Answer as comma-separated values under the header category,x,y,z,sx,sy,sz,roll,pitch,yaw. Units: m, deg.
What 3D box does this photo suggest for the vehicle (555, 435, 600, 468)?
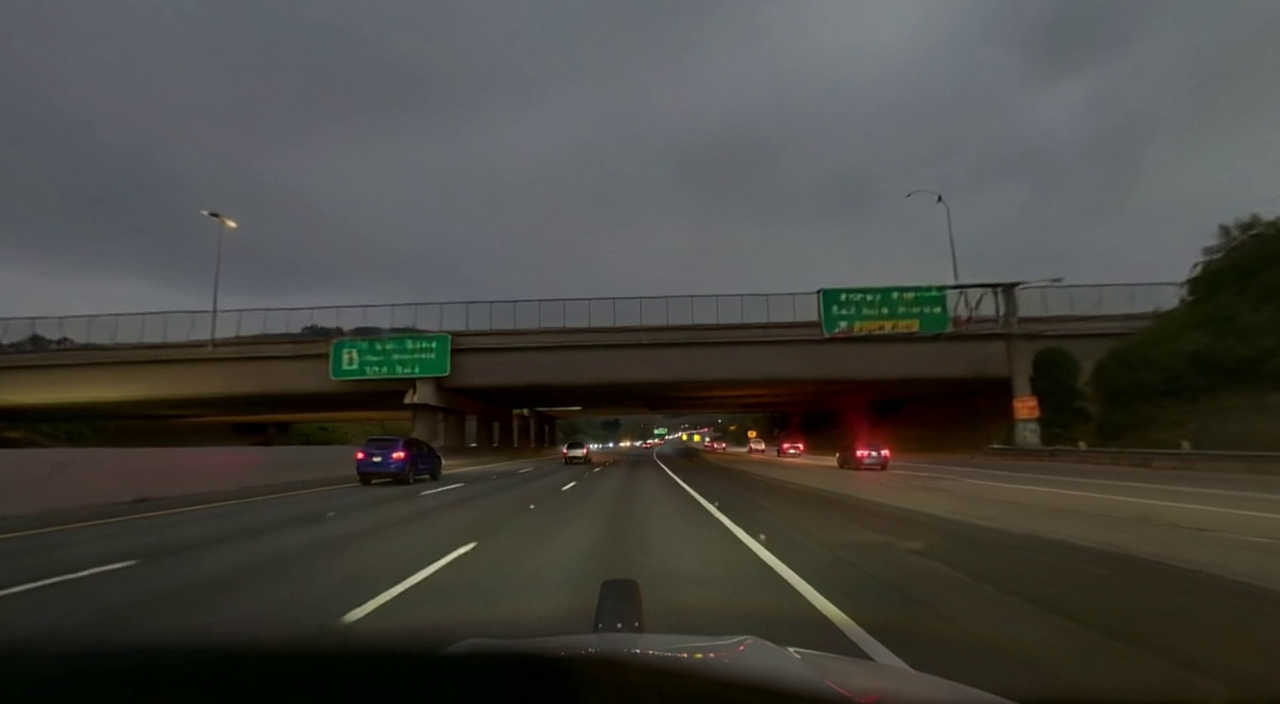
category,x,y,z,sx,sy,sz,roll,pitch,yaw
vehicle,-3.681,5.962,37.976,2.144,1.847,4.850,0,-8,1

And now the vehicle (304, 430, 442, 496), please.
category,x,y,z,sx,sy,sz,roll,pitch,yaw
vehicle,-7.827,3.290,19.057,2.092,1.712,4.627,0,-8,0
